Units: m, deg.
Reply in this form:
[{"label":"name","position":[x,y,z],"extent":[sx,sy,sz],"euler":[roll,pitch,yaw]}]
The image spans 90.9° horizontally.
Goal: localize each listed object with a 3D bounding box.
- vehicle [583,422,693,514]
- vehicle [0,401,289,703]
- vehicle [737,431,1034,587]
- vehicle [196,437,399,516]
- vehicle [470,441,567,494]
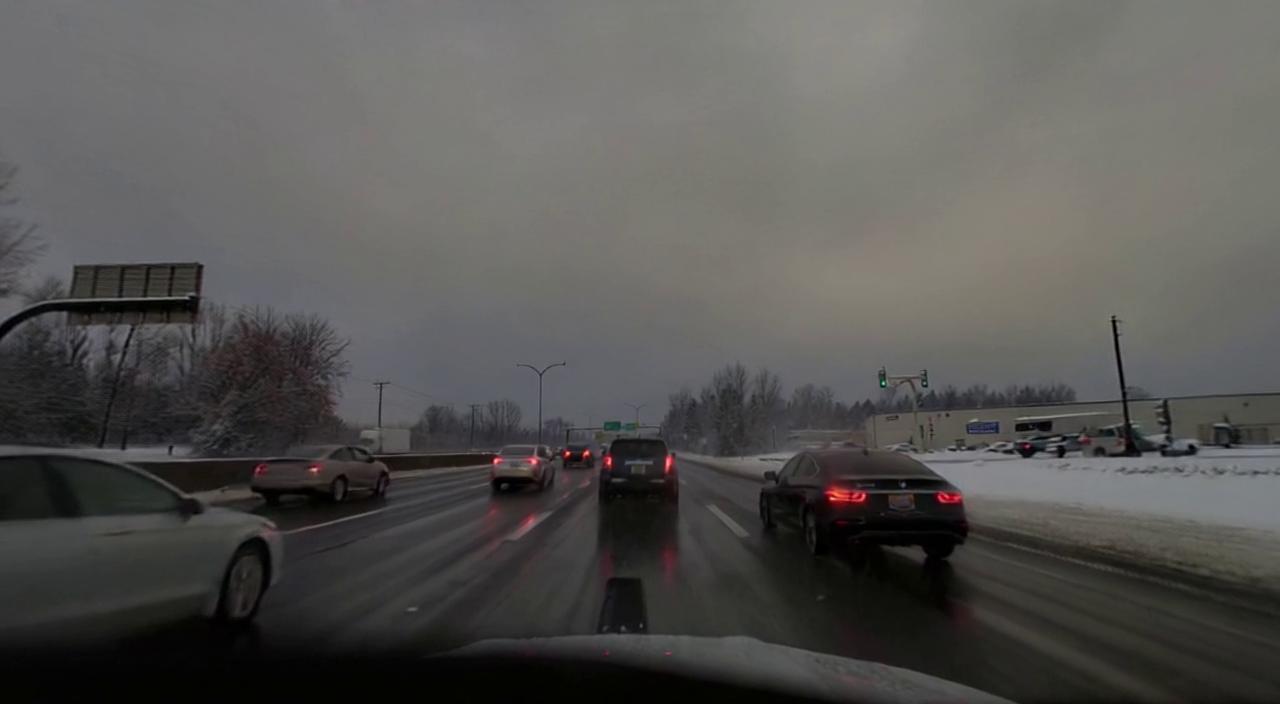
[{"label":"vehicle","position":[-0.035,2.562,14.350],"extent":[2.152,1.779,3.924],"euler":[0,-9,0]},{"label":"vehicle","position":[-3.763,0.992,2.879],"extent":[1.883,1.500,4.161],"euler":[0,-9,0]},{"label":"vehicle","position":[2.712,1.853,8.368],"extent":[2.018,1.470,4.491],"euler":[0,-9,-2]},{"label":"vehicle","position":[-7.388,2.709,14.293],"extent":[1.933,1.476,4.652],"euler":[0,-9,1]},{"label":"vehicle","position":[-3.646,3.571,19.864],"extent":[2.132,1.464,4.481],"euler":[0,-9,1]}]
